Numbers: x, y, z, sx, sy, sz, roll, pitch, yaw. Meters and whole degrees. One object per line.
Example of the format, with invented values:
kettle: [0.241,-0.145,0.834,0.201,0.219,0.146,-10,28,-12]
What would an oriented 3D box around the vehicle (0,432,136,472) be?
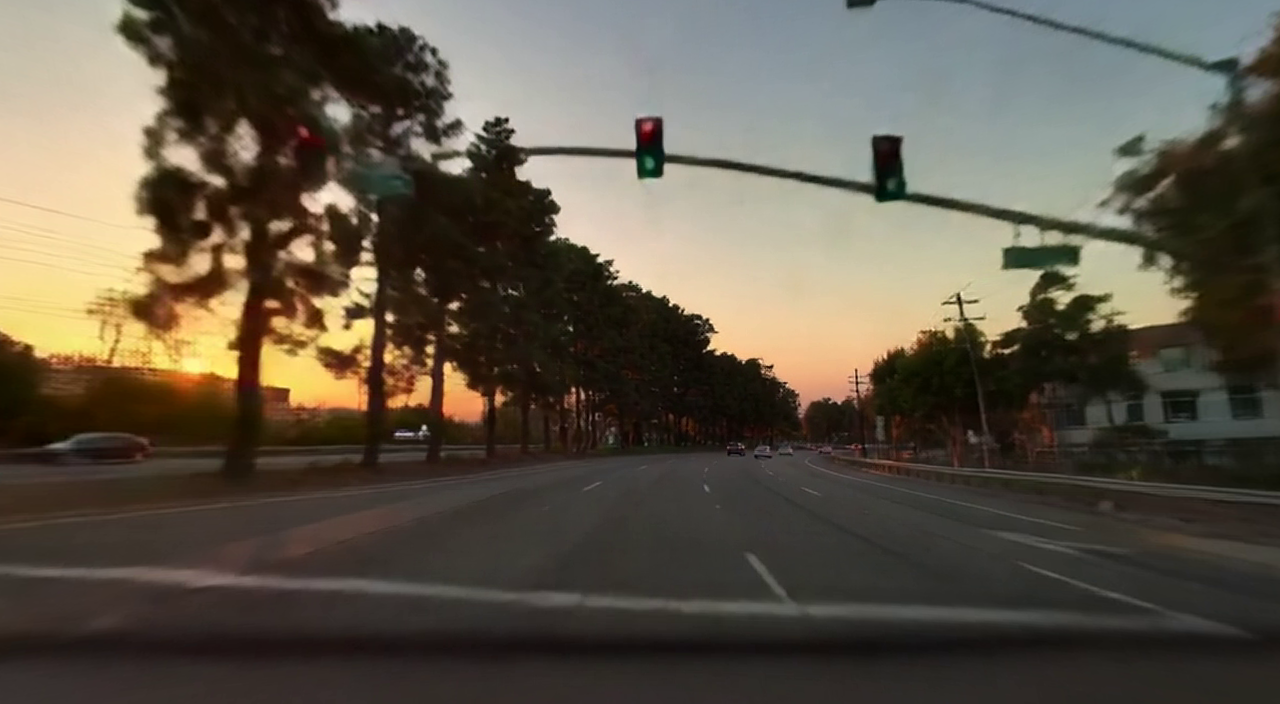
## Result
vehicle: [-23.520,4.039,25.707,1.871,1.474,4.554,-1,-9,8]
